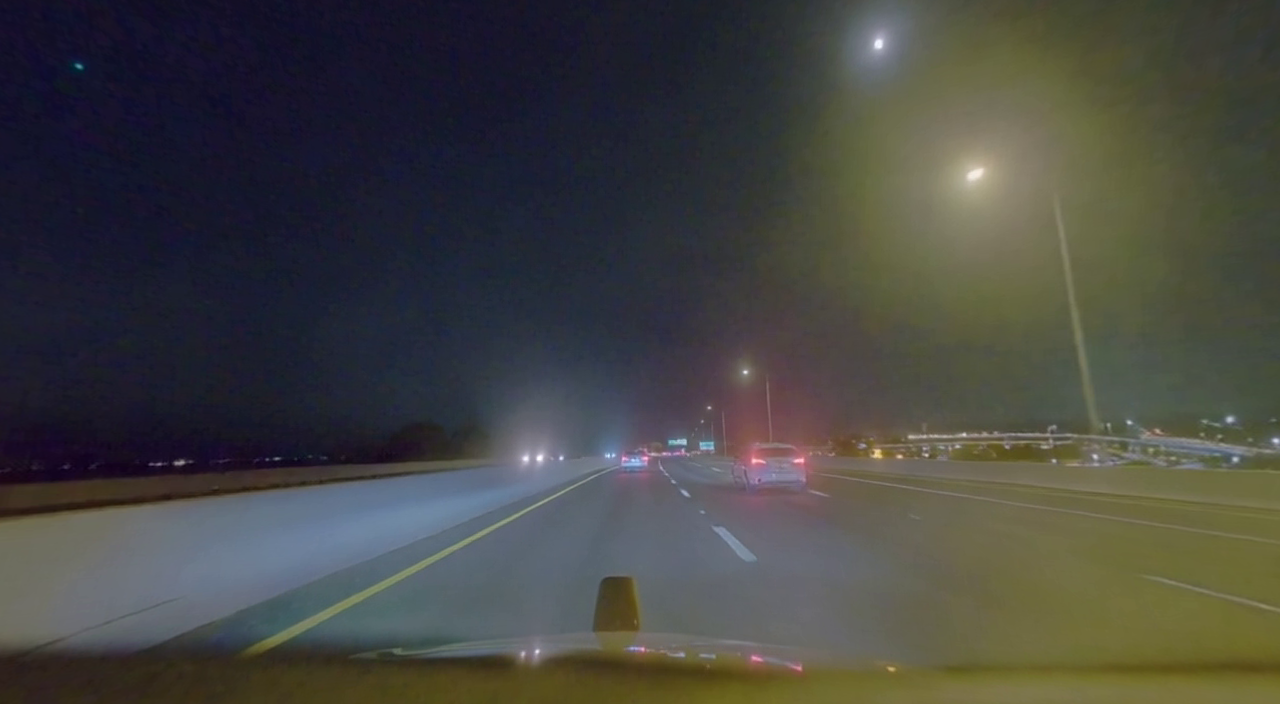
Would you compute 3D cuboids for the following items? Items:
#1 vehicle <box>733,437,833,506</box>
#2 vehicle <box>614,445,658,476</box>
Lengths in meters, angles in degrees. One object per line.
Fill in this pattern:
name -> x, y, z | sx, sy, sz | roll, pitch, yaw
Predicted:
vehicle -> 3.663, 3.118, 16.762 | 1.969, 1.595, 3.964 | -1, -9, 4
vehicle -> -0.141, 5.891, 34.260 | 2.084, 1.594, 4.219 | -1, -9, 4
